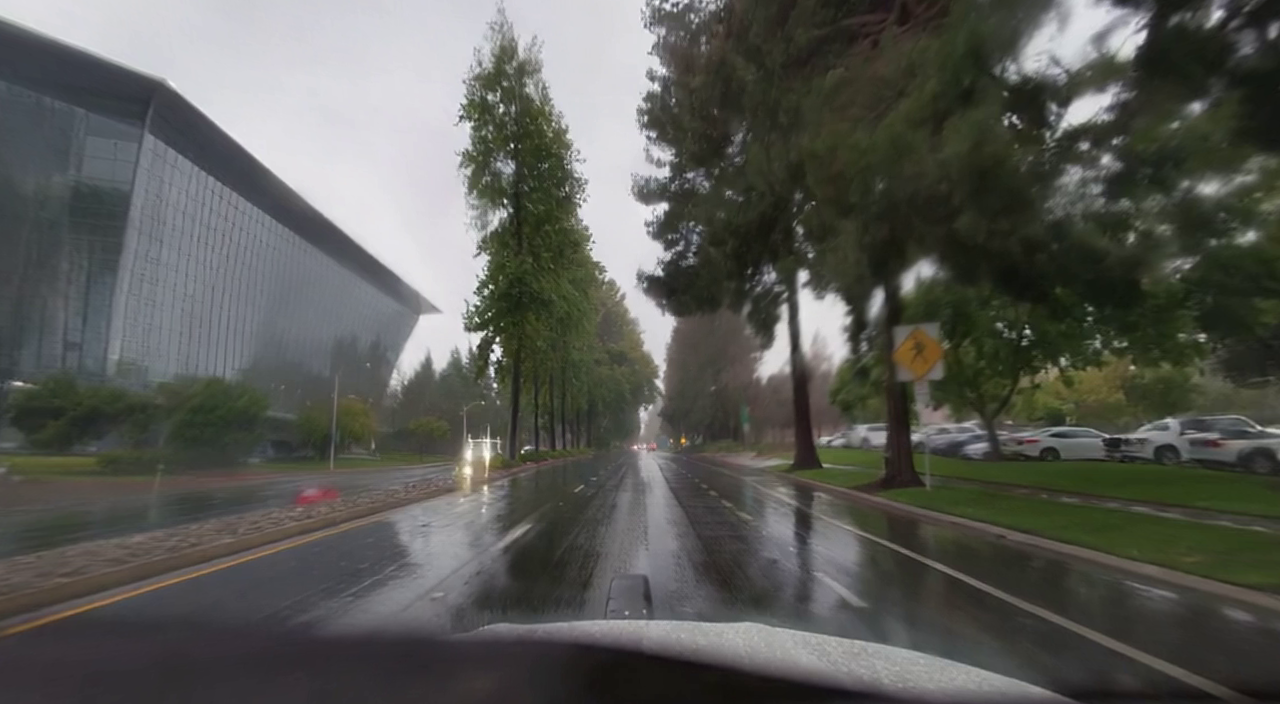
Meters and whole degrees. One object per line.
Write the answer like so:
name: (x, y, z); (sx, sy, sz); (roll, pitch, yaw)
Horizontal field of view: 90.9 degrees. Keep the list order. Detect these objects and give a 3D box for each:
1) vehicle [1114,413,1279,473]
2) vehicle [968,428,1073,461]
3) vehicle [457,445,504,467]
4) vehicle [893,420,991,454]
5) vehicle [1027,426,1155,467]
vehicle: (15.926, 2.565, 17.994); (3.322, 1.389, 1.731); (-4, -5, -2)
vehicle: (16.431, 4.014, 27.315); (3.410, 1.368, 1.789); (0, -9, -4)
vehicle: (-11.776, 7.702, 46.844); (2.128, 1.514, 4.784); (-1, -8, 2)
vehicle: (15.387, 4.336, 32.257); (3.935, 1.487, 2.018); (-2, -7, -2)
vehicle: (16.235, 3.377, 22.822); (3.313, 1.368, 1.690); (0, -7, 2)
